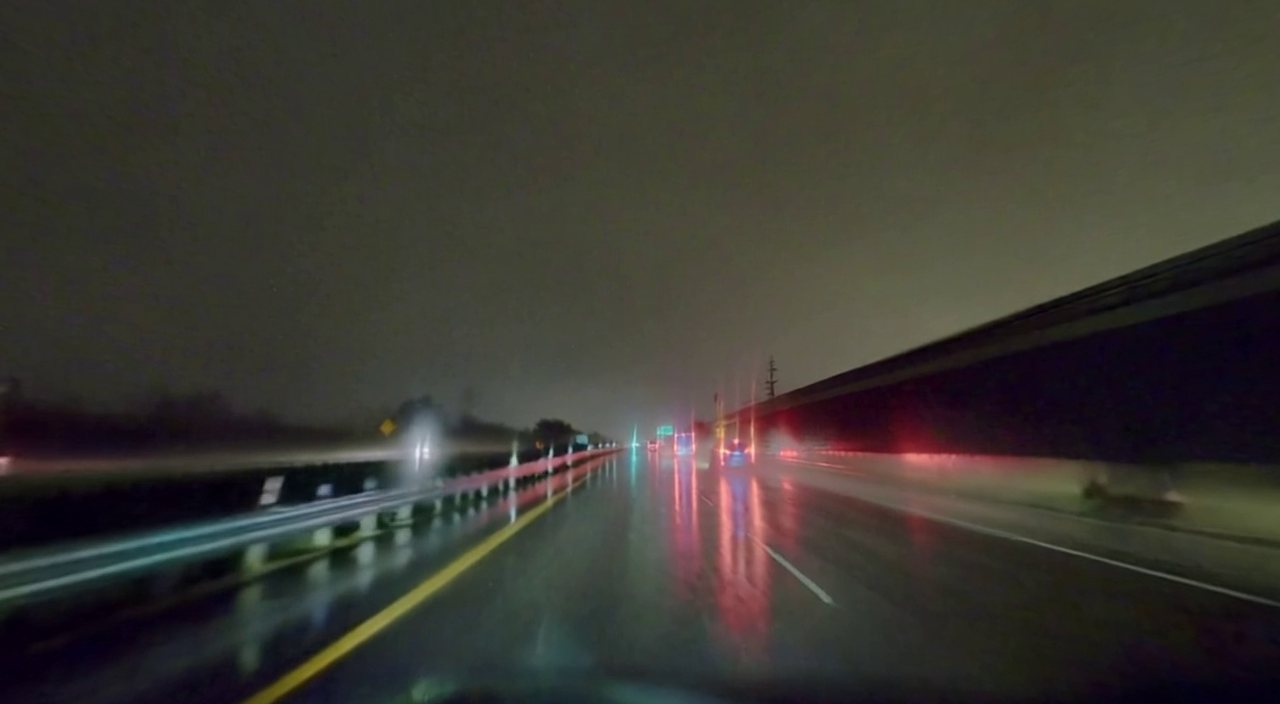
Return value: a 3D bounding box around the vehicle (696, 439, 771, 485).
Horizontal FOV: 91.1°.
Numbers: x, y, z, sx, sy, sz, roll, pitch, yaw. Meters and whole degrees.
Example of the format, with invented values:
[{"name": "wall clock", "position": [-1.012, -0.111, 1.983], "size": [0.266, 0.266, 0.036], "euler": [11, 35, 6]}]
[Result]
[{"name": "vehicle", "position": [3.343, 4.037, 23.372], "size": [2.044, 1.527, 4.658], "euler": [0, -8, -1]}]
